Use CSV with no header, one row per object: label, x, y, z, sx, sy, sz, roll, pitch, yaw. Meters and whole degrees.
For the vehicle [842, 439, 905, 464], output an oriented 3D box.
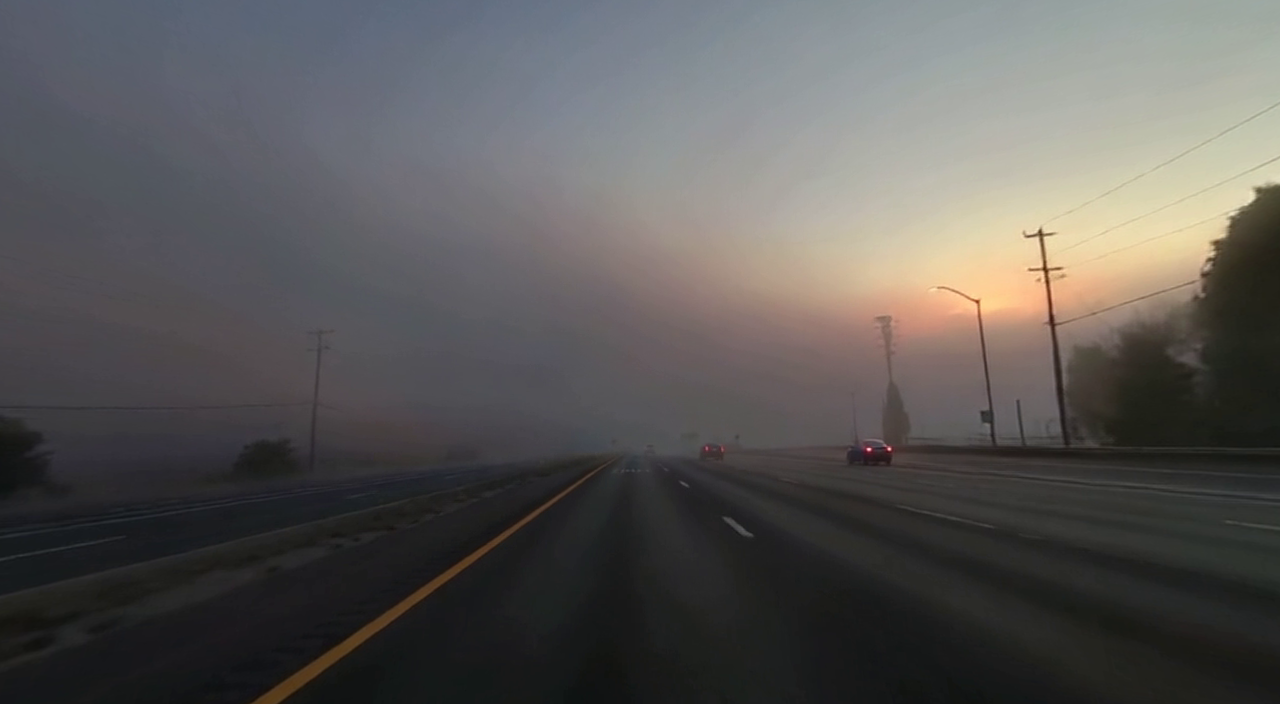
vehicle,14.566,6.226,39.513,2.089,1.484,4.573,0,-8,-1
